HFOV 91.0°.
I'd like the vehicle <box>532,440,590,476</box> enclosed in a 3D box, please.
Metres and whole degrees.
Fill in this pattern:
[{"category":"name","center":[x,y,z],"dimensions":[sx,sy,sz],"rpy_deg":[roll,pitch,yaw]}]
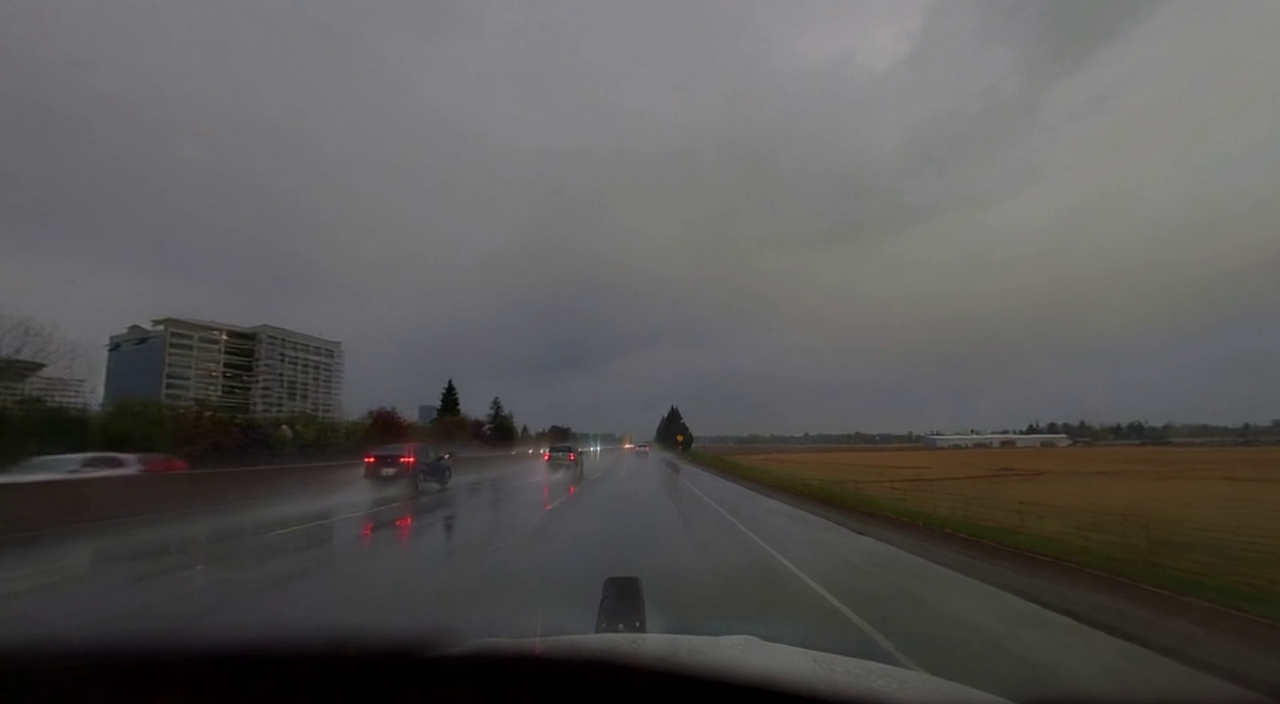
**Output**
[{"category":"vehicle","center":[-3.729,5.121,30.665],"dimensions":[2.083,1.588,4.801],"rpy_deg":[0,-9,1]}]

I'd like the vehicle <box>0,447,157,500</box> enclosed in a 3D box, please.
[{"category":"vehicle","center":[-19.407,4.049,21.477],"dimensions":[1.993,1.554,4.753],"rpy_deg":[0,-9,1]}]

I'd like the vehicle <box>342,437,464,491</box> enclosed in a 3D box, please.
[{"category":"vehicle","center":[-7.459,3.566,20.401],"dimensions":[2.034,1.523,4.627],"rpy_deg":[0,-9,1]}]
